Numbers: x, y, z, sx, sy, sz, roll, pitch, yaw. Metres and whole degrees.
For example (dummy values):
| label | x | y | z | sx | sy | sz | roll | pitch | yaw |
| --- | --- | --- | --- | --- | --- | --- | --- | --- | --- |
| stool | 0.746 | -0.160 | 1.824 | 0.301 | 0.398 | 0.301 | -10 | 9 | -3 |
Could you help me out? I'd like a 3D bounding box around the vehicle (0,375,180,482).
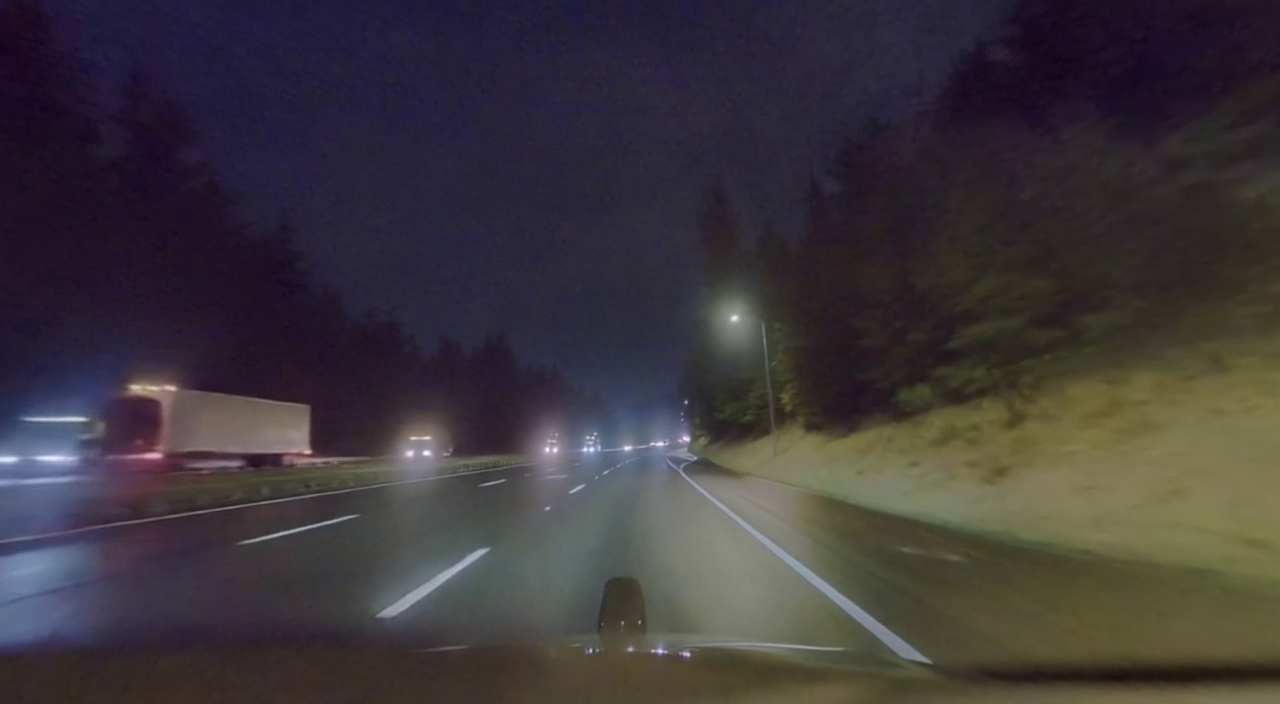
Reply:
| label | x | y | z | sx | sy | sz | roll | pitch | yaw |
| --- | --- | --- | --- | --- | --- | --- | --- | --- | --- |
| vehicle | -23.022 | 3.232 | 26.119 | 3.043 | 3.917 | 5.965 | 0 | -9 | 1 |
